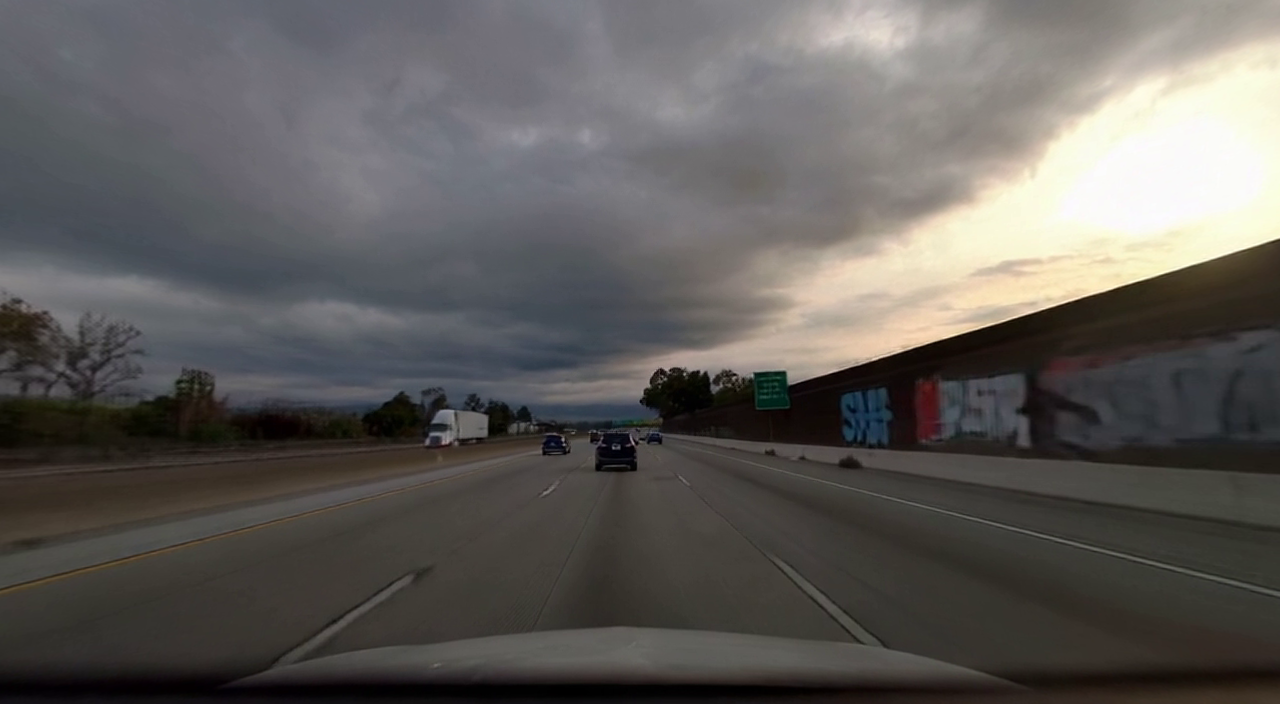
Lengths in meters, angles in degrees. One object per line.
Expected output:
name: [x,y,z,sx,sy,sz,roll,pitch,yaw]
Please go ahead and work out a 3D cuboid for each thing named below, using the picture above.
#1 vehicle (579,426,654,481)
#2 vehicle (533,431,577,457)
vehicle: [-0.685,3.044,19.149,2.044,1.477,3.693,0,-8,-1]
vehicle: [-4.941,5.448,37.304,2.022,1.440,4.491,0,-8,0]
